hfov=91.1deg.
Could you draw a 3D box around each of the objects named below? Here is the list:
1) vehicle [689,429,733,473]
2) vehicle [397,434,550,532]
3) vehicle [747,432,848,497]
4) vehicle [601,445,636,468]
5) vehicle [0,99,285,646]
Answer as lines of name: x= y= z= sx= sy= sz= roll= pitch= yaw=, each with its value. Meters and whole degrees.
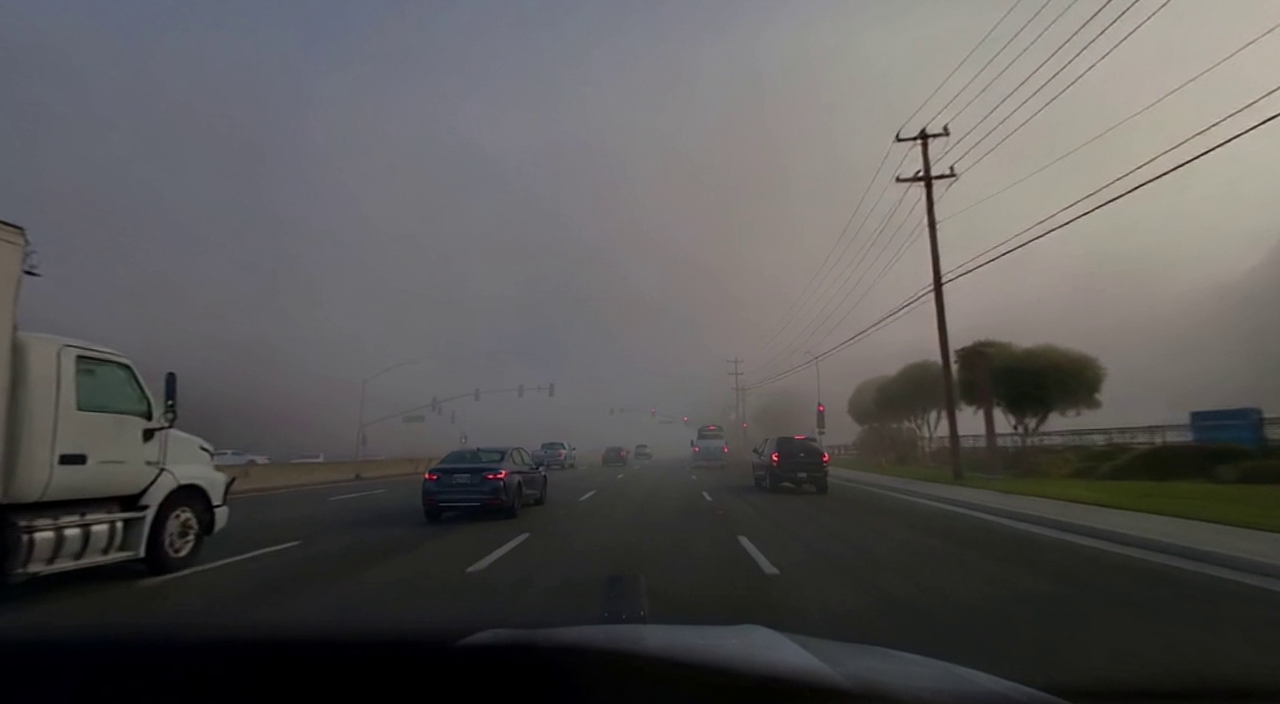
vehicle: x=4.255 y=5.997 z=38.100 sx=2.457 sy=2.440 sz=5.486 roll=-1 pitch=-8 yaw=5
vehicle: x=-3.099 y=2.502 z=12.580 sx=1.934 sy=1.643 sz=3.718 roll=0 pitch=-8 yaw=2
vehicle: x=5.069 y=3.676 z=20.913 sx=2.283 sy=1.923 sz=4.427 roll=0 pitch=-8 yaw=1
vehicle: x=-1.450 y=7.312 z=44.184 sx=1.984 sy=1.567 sz=4.311 roll=-1 pitch=-8 yaw=4
vehicle: x=-6.382 y=0.369 z=6.163 sx=3.239 sy=4.055 sz=3.881 roll=0 pitch=-8 yaw=1
